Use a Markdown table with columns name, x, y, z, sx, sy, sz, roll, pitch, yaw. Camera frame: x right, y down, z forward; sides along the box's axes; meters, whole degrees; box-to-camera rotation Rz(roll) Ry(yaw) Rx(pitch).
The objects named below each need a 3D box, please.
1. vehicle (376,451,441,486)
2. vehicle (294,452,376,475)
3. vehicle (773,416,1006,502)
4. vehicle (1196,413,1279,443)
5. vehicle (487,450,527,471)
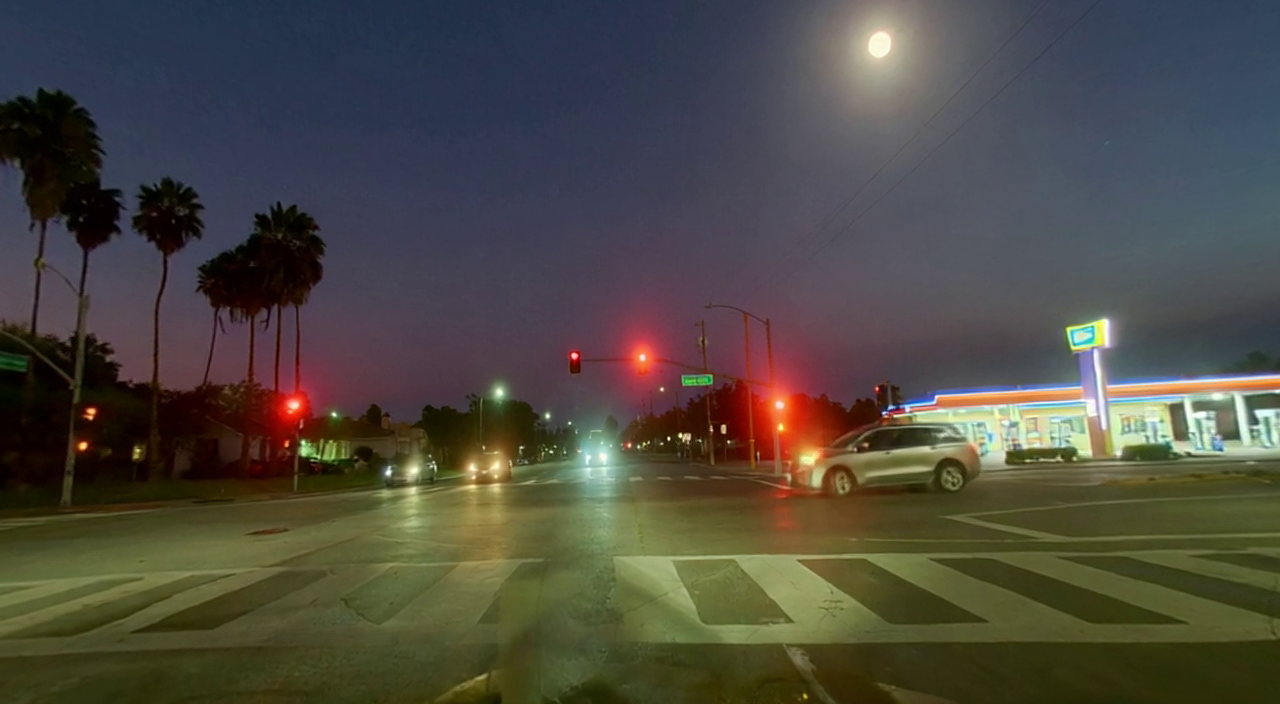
| name | x | y | z | sx | sy | sz | roll | pitch | yaw |
| --- | --- | --- | --- | --- | --- | --- | --- | --- | --- |
| vehicle | -13.052 | 6.556 | 35.943 | 2.009 | 1.777 | 4.559 | 0 | -9 | -1 |
| vehicle | -20.949 | 7.677 | 43.512 | 4.672 | 1.469 | 1.816 | -1 | -9 | -2 |
| vehicle | 5.990 | 2.544 | 15.286 | 5.086 | 1.817 | 1.952 | 3 | -9 | -18 |
| vehicle | 38.297 | 4.793 | 39.969 | 4.488 | 1.447 | 1.765 | -5 | -8 | -1 |
| vehicle | -9.973 | 8.162 | 47.602 | 2.085 | 1.451 | 4.311 | 0 | -9 | 0 |
